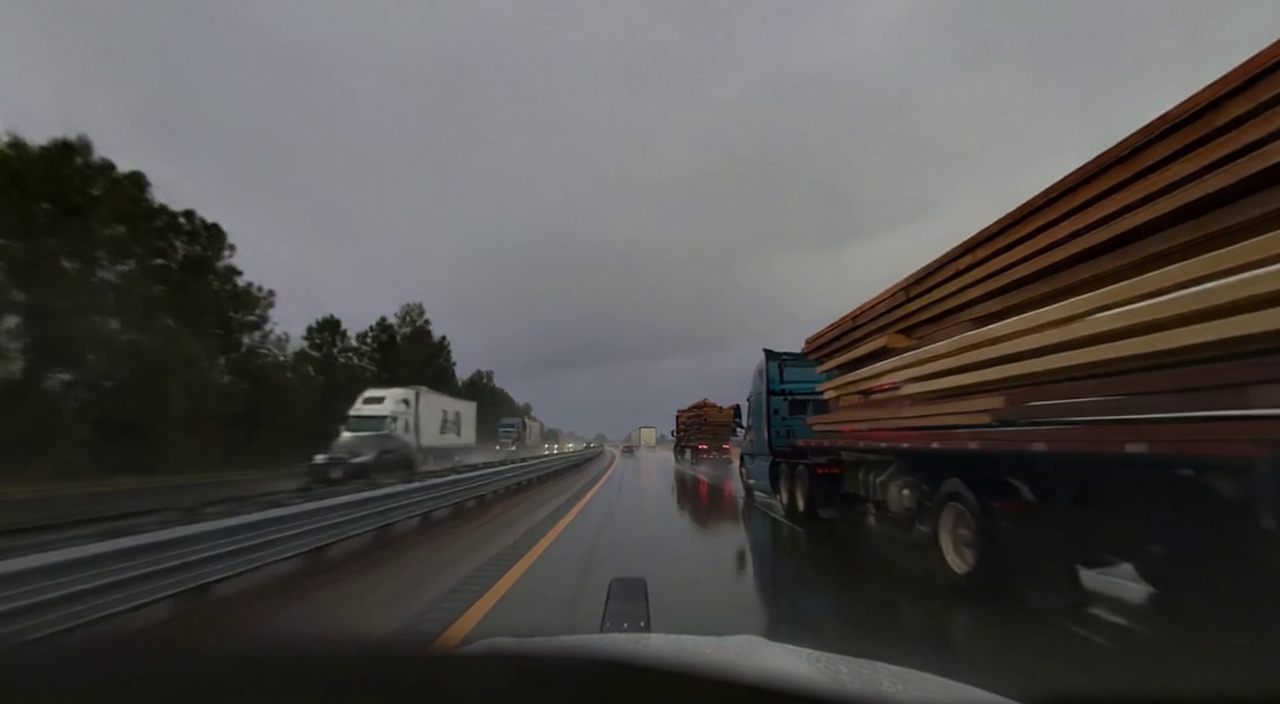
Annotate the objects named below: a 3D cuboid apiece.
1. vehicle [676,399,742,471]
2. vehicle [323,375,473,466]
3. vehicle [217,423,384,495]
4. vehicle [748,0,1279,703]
[{"bbox_3d":[4.379,5.867,43.952,3.023,4.054,16.882,0,-8,1],"label":"vehicle"},{"bbox_3d":[-12.488,4.102,34.617,2.969,4.021,13.849,0,-9,-1],"label":"vehicle"},{"bbox_3d":[-8.723,2.793,16.671,1.952,1.647,4.249,0,-9,2],"label":"vehicle"},{"bbox_3d":[4.535,0.713,9.447,3.024,4.065,13.796,-1,-8,-1],"label":"vehicle"}]
